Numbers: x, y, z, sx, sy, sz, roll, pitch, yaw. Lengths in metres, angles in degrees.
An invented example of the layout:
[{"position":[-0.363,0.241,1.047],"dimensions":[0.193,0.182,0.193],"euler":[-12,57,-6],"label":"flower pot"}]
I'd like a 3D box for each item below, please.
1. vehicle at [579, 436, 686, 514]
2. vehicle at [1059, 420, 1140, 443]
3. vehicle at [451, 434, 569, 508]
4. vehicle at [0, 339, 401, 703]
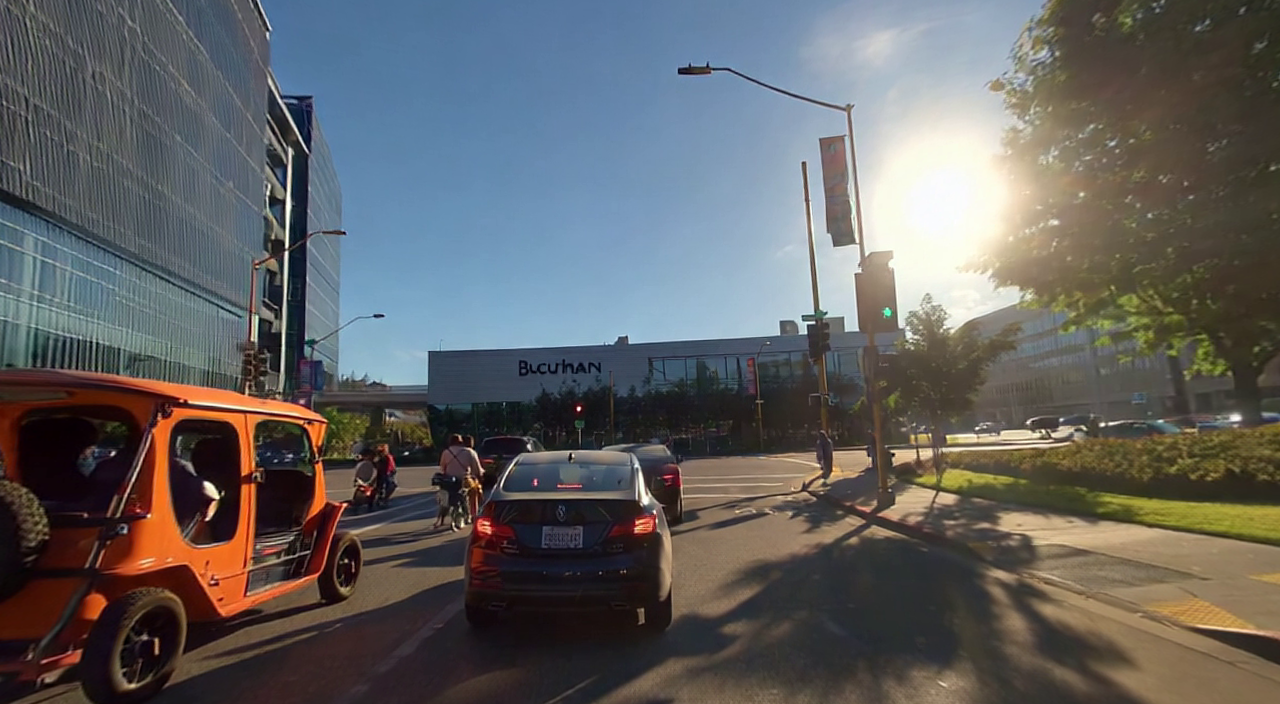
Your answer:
[{"position":[-0.080,2.647,14.032],"dimensions":[2.025,1.458,4.085],"euler":[-1,-8,2],"label":"vehicle"},{"position":[30.725,5.359,42.047],"dimensions":[1.751,1.420,4.027],"euler":[8,-12,-43],"label":"vehicle"},{"position":[-3.116,2.950,16.002],"dimensions":[1.935,1.615,4.073],"euler":[-1,-8,3],"label":"vehicle"},{"position":[-3.612,1.150,4.503],"dimensions":[2.000,1.809,4.405],"euler":[0,-8,1],"label":"vehicle"}]
